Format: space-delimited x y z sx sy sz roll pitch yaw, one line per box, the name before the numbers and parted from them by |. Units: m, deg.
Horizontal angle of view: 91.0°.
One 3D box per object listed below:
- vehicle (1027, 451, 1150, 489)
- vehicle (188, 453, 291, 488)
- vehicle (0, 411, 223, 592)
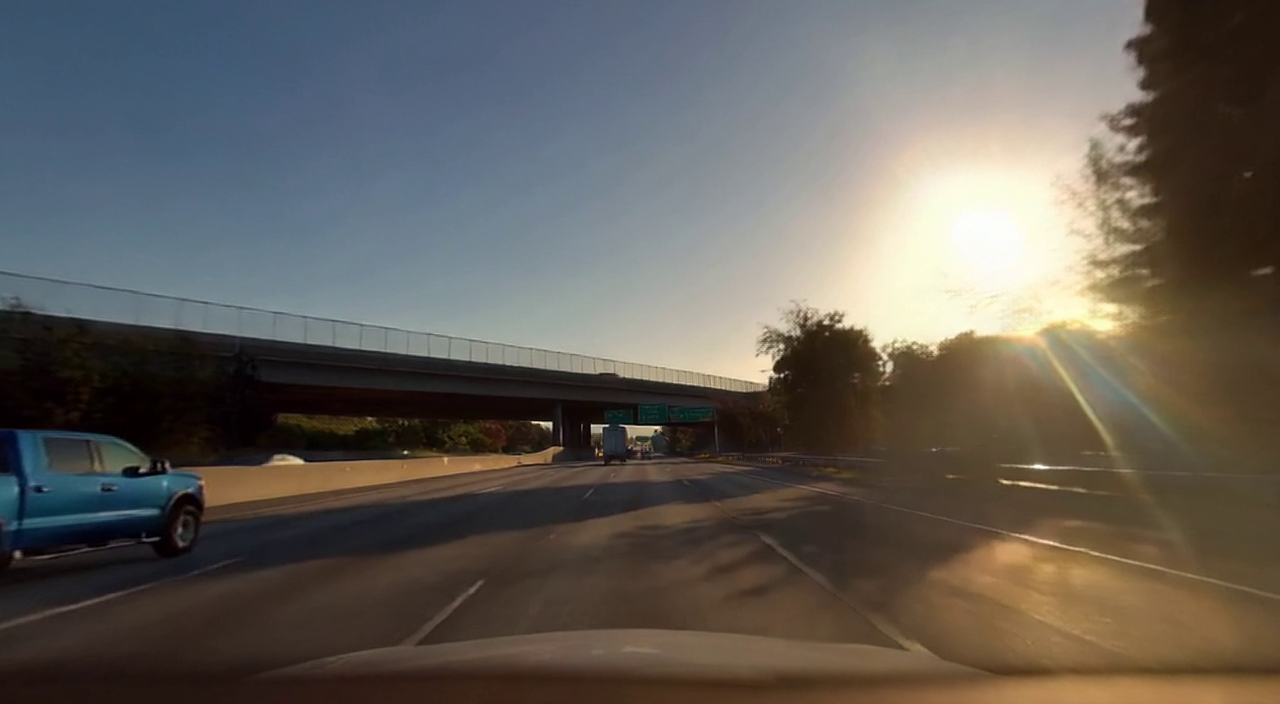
vehicle | 18.978 4.985 26.945 1.912 1.450 4.581 0 -9 0
vehicle | -20.196 5.966 32.057 1.916 1.612 4.809 0 -9 3
vehicle | -7.250 1.555 6.796 2.168 1.729 4.724 0 -9 1
